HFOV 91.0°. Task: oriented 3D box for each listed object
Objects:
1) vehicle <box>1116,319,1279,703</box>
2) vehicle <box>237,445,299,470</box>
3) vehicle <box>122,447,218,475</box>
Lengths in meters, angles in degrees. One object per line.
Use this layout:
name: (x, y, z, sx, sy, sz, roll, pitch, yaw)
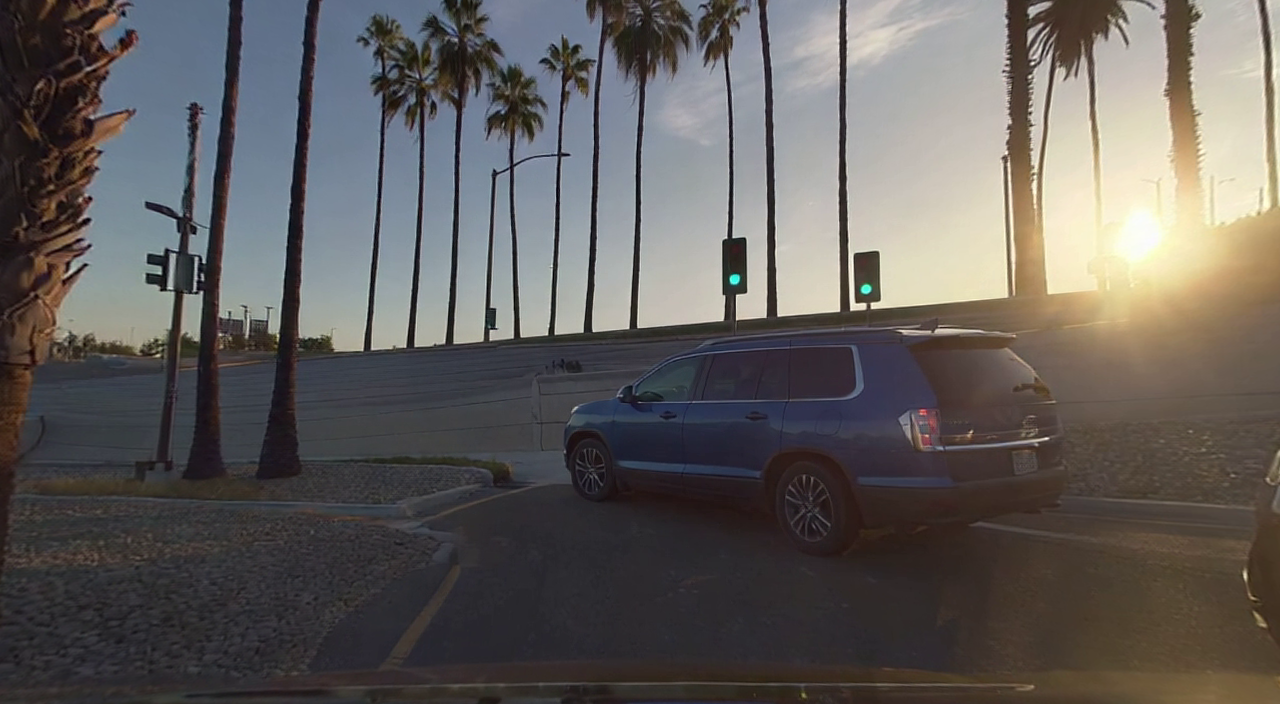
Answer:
vehicle: (3.469, 0.518, 0.782, 2.028, 1.770, 4.737, 0, -9, 0)
vehicle: (-26.245, 7.421, 44.565, 1.941, 1.631, 4.017, 0, -9, 0)
vehicle: (-26.536, 6.164, 35.767, 1.830, 1.443, 4.551, 0, -9, 2)
